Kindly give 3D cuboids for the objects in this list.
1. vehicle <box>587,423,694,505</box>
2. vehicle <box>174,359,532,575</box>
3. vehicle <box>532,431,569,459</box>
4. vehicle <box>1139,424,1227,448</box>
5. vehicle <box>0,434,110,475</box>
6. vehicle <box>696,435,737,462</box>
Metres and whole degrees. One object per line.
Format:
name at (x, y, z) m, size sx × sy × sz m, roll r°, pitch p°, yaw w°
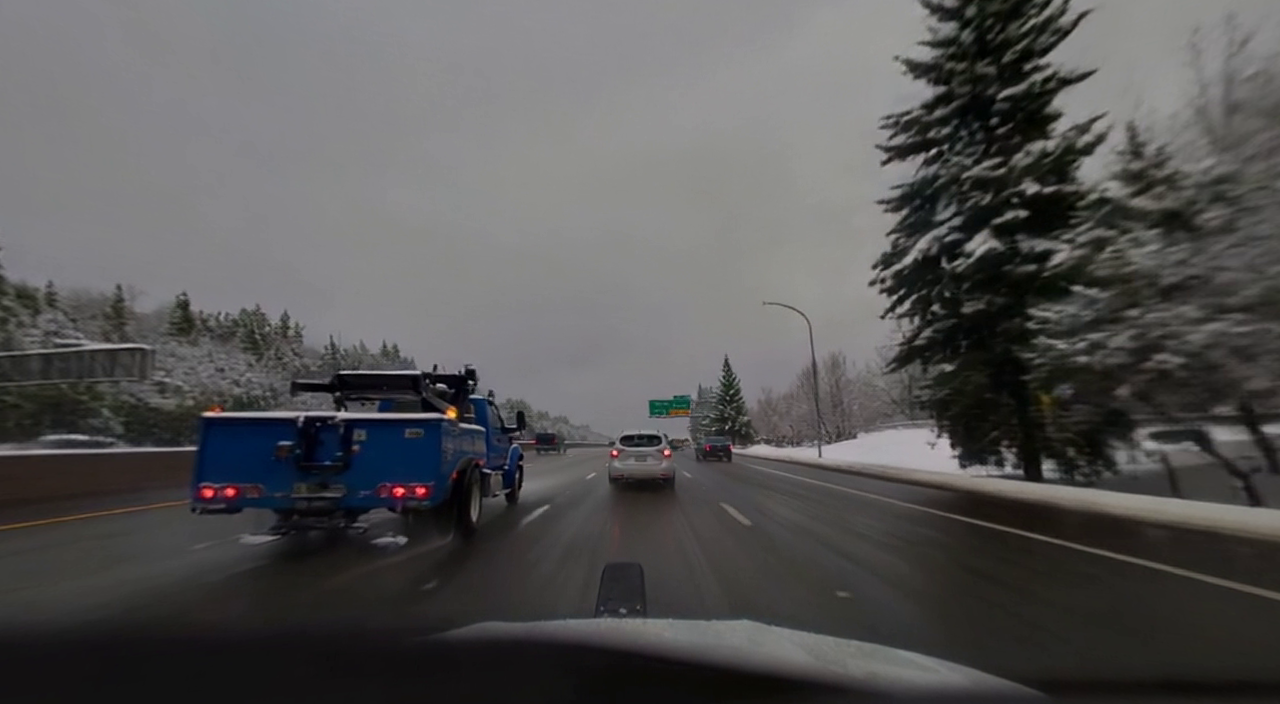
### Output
vehicle at (0.033, 2.608, 15.087) m, size 2.165 × 1.653 × 4.456 m, roll 0°, pitch -8°, yaw 1°
vehicle at (-3.328, 1.536, 9.100) m, size 2.526 × 2.146 × 5.594 m, roll 0°, pitch -8°, yaw 0°
vehicle at (-6.583, 6.915, 46.856) m, size 2.036 × 1.958 × 4.378 m, roll 0°, pitch -8°, yaw 1°
vehicle at (37.711, 5.856, 43.637) m, size 4.326 × 1.638 × 1.967 m, roll 0°, pitch -8°, yaw -2°
vehicle at (-24.254, 4.082, 25.295) m, size 1.791 × 1.480 × 4.430 m, roll 0°, pitch -8°, yaw 1°
vehicle at (4.840, 6.167, 40.225) m, size 2.079 × 1.656 × 4.506 m, roll 0°, pitch -8°, yaw 0°
